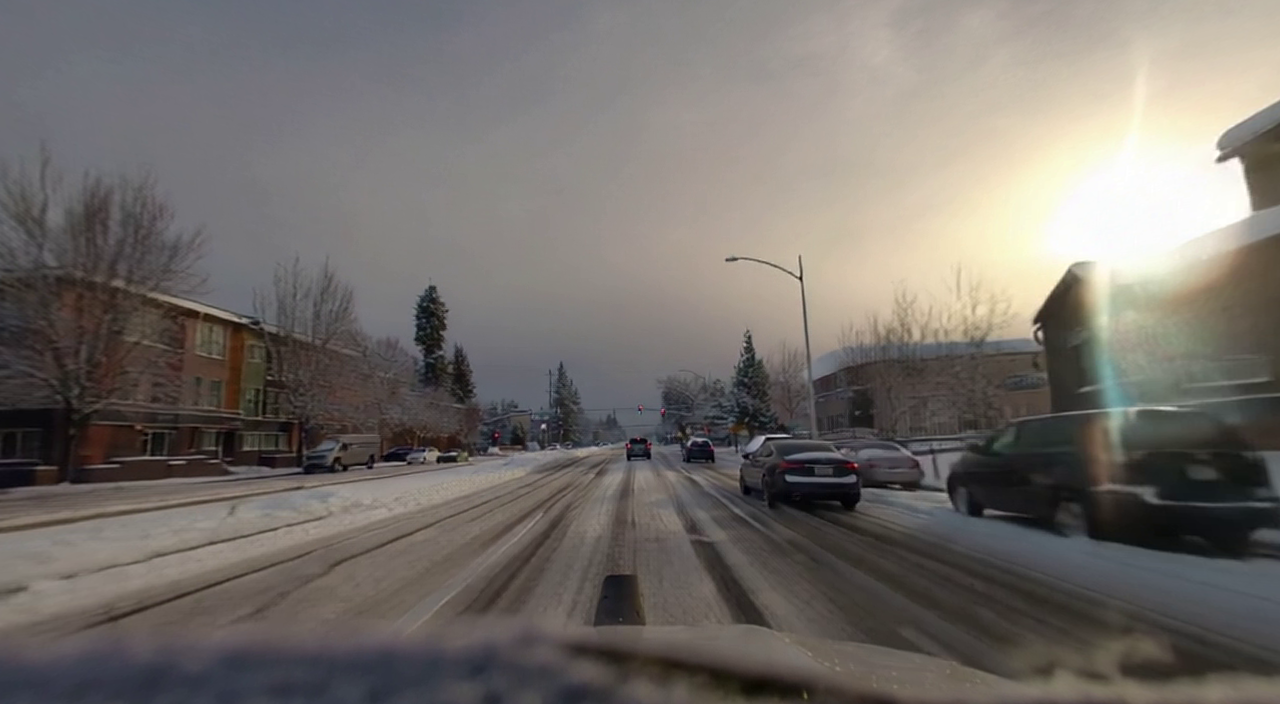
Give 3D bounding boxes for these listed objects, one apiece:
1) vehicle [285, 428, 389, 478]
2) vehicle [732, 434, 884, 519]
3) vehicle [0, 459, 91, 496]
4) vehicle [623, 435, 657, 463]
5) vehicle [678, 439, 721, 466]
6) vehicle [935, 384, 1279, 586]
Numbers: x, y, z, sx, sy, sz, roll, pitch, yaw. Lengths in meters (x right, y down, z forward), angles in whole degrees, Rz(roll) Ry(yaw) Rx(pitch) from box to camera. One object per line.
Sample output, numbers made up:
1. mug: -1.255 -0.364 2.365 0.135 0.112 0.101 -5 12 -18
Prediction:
1. vehicle: -22.271 7.495 47.115 2.961 3.271 9.547 0 -9 1
2. vehicle: 3.349 2.572 13.604 1.977 1.498 4.521 0 -8 -1
3. vehicle: -30.530 6.232 31.449 4.370 1.725 2.052 -1 -9 5
4. vehicle: 0.015 6.713 43.636 2.239 1.856 4.815 0 -8 0
5. vehicle: 3.560 6.131 38.556 2.178 1.546 4.311 0 -8 0
6. vehicle: 6.841 1.713 9.059 2.378 1.946 5.826 0 -8 0
